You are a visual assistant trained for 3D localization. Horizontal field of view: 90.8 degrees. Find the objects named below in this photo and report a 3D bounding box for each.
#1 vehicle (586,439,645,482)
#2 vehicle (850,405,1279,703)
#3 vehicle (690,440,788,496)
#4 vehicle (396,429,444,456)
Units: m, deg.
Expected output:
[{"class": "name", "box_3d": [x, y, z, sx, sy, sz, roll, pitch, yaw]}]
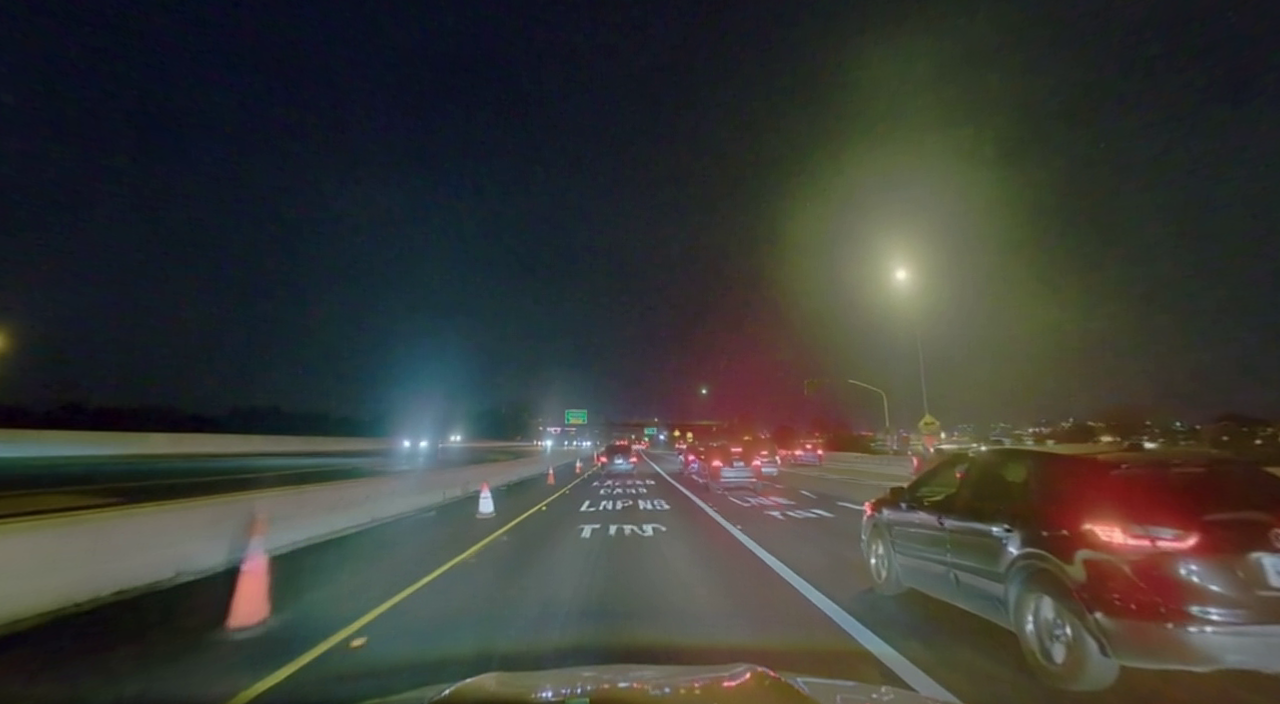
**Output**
[{"class": "vehicle", "box_3d": [-0.873, 4.103, 24.126, 2.069, 1.470, 4.004, 0, -8, -1]}, {"class": "vehicle", "box_3d": [3.169, 1.219, 4.213, 1.996, 1.455, 4.281, 0, -8, -1]}, {"class": "vehicle", "box_3d": [2.786, 3.381, 18.853, 2.042, 1.460, 4.451, 0, -8, -2]}, {"class": "vehicle", "box_3d": [-16.854, 6.969, 48.606, 2.113, 1.925, 4.606, 0, -8, -1]}]
